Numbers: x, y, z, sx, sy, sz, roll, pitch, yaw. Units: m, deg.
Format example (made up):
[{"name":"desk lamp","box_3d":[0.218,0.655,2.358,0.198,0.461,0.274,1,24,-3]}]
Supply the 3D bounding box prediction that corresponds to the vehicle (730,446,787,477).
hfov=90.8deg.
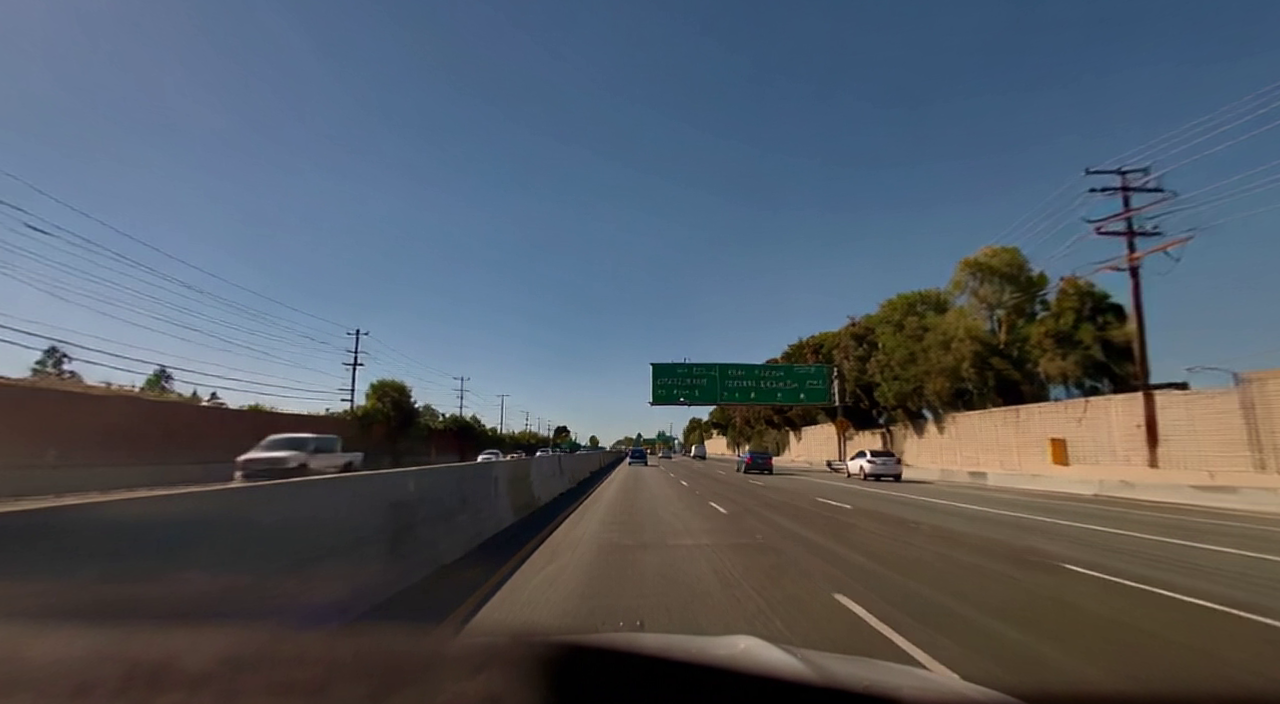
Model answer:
[{"name":"vehicle","box_3d":[6.285,5.859,34.053,2.069,1.520,4.614,0,-9,-1]}]

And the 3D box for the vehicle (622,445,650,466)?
[{"name":"vehicle","box_3d":[-0.316,7.811,47.716,1.993,1.506,3.883,0,-9,-1]}]

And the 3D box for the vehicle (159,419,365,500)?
[{"name":"vehicle","box_3d":[-9.901,2.885,17.244,2.483,1.868,4.989,0,-9,0]}]

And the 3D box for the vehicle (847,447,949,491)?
[{"name":"vehicle","box_3d":[9.746,4.420,24.334,1.969,1.506,4.422,0,-9,-1]}]
